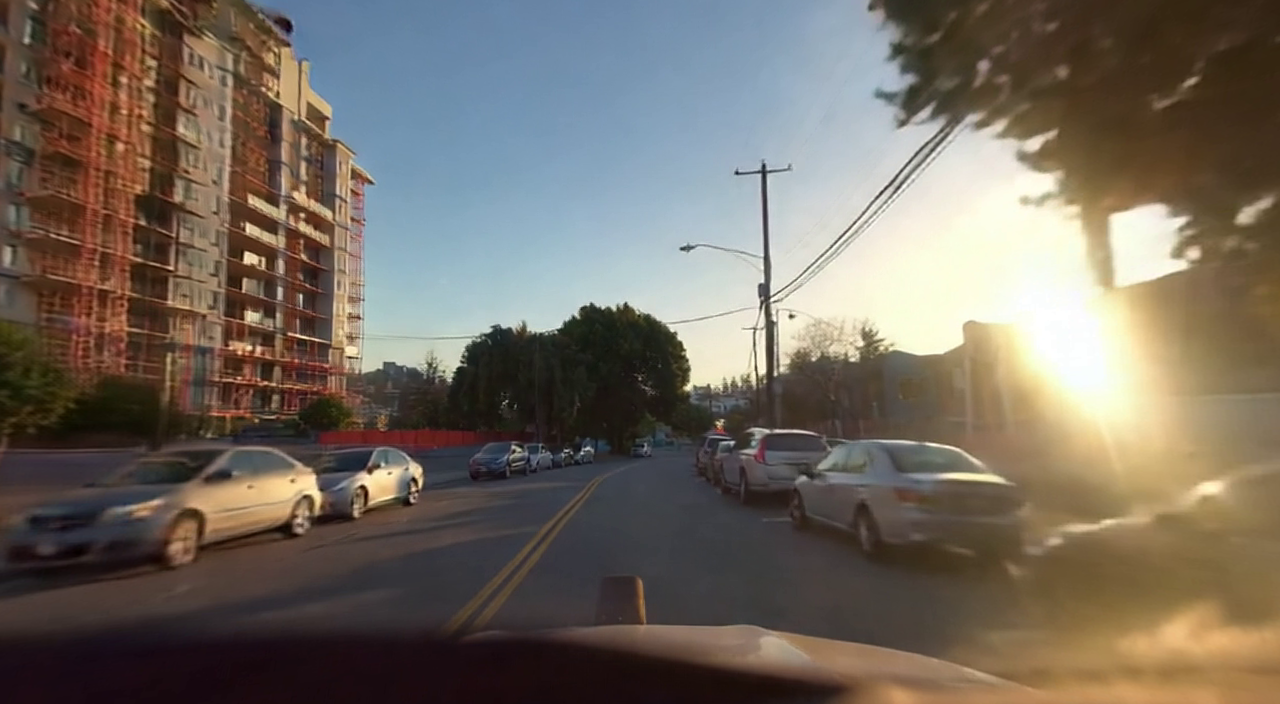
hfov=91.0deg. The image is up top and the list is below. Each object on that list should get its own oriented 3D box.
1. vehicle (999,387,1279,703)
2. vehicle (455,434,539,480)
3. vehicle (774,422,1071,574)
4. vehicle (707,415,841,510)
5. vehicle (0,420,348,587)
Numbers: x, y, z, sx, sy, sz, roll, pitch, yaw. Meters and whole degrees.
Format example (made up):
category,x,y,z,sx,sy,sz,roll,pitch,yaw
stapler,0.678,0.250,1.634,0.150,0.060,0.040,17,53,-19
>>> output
category,x,y,z,sx,sy,sz,roll,pitch,yaw
vehicle,3.642,0.877,2.080,1.976,1.588,4.968,0,-8,0
vehicle,-6.435,4.786,29.091,2.194,1.861,5.725,0,-8,4
vehicle,3.560,1.921,9.269,2.017,1.600,4.965,0,-8,-1
vehicle,2.935,2.559,14.983,2.000,1.871,4.797,1,-8,-2
vehicle,-6.238,1.974,8.700,1.996,1.578,4.806,-4,-11,2
